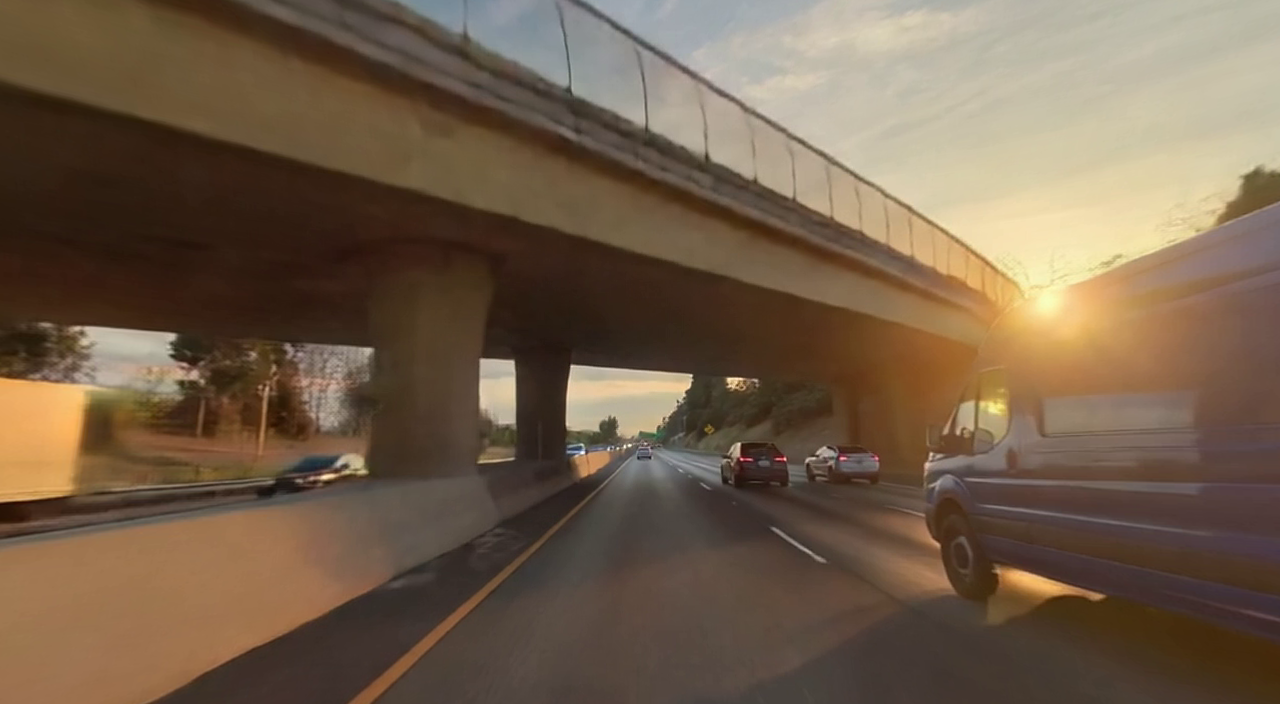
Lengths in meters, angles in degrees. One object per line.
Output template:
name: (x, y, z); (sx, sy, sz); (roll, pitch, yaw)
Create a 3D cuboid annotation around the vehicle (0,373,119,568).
vehicle: (-14.795, 2.221, 11.530); (3.283, 3.956, 8.184); (0, -9, 1)

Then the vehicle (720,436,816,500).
vehicle: (3.752, 3.492, 19.324); (2.009, 1.731, 4.149); (0, -9, -1)

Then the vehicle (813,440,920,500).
vehicle: (7.505, 3.925, 21.391); (2.001, 1.791, 4.161); (0, -9, -1)

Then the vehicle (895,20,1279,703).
vehicle: (3.904, 0.240, 2.864); (2.460, 3.155, 6.902); (0, -9, -1)
